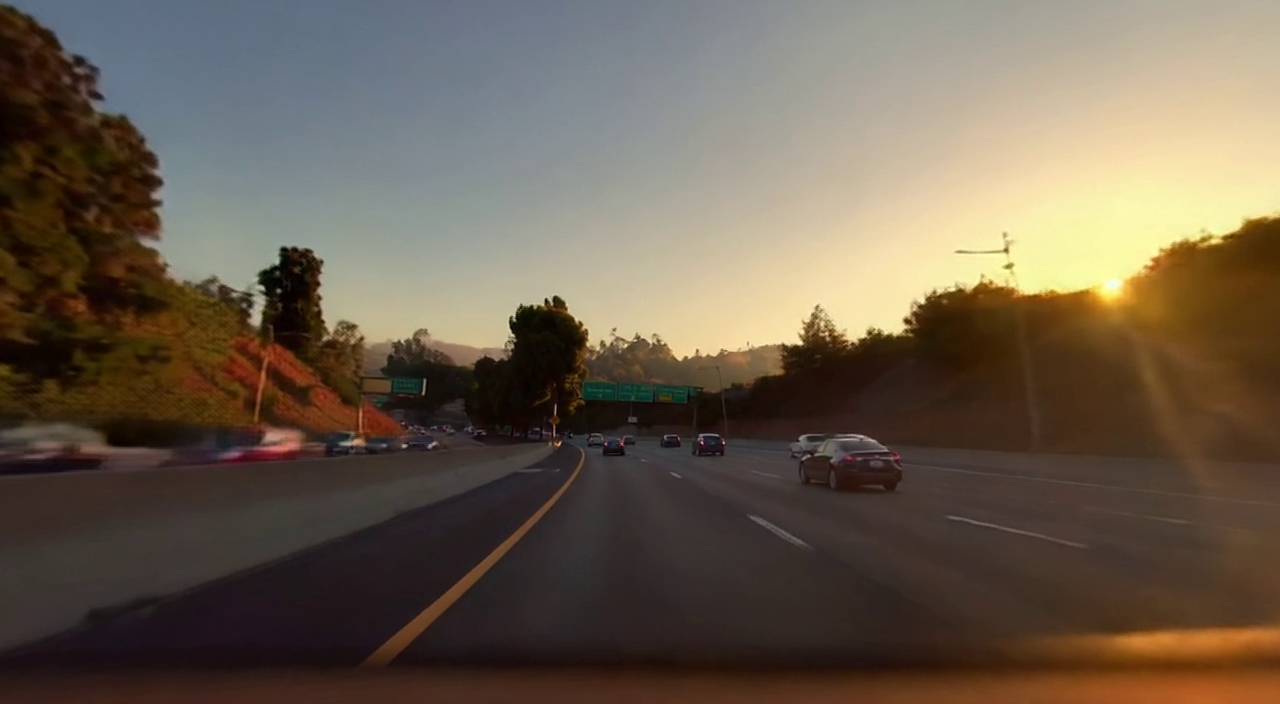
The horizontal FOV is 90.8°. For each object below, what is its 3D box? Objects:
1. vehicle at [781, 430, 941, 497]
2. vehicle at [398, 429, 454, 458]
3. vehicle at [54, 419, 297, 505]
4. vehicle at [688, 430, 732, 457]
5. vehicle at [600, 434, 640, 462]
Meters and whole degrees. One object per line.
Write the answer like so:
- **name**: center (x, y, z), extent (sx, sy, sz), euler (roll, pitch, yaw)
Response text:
- **vehicle**: center (5.597, 2.889, 16.816), extent (2.196, 1.494, 4.735), euler (1, -8, -5)
- **vehicle**: center (-13.364, 5.779, 39.708), extent (1.954, 1.693, 4.417), euler (0, -8, 0)
- **vehicle**: center (-9.413, 2.267, 13.398), extent (1.900, 1.491, 4.406), euler (0, -8, -2)
- **vehicle**: center (4.531, 6.036, 41.643), extent (2.094, 1.652, 3.955), euler (1, -8, -5)
- **vehicle**: center (-1.230, 5.530, 36.508), extent (2.090, 1.510, 4.280), euler (1, -8, -5)
